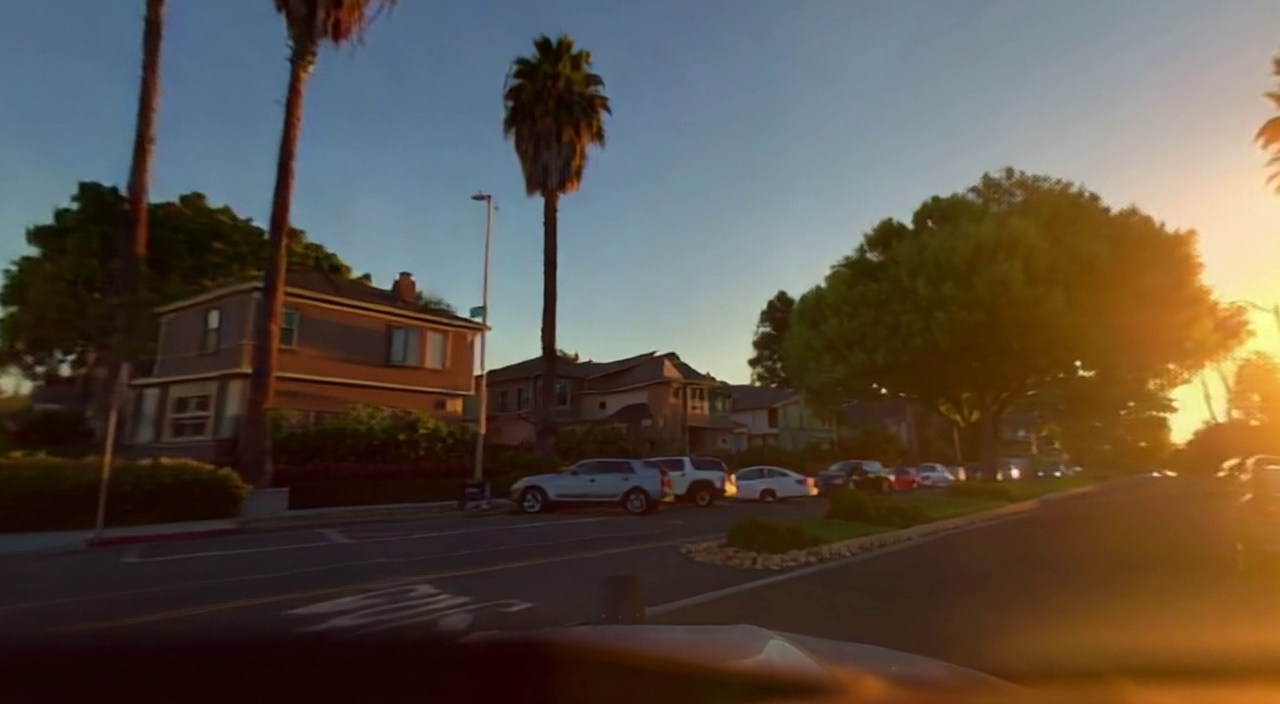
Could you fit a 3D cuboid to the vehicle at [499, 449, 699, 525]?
[{"bbox_3d":[-1.094,3.466,16.746,4.866,1.752,1.998,-4,-10,24],"label":"vehicle"}]
